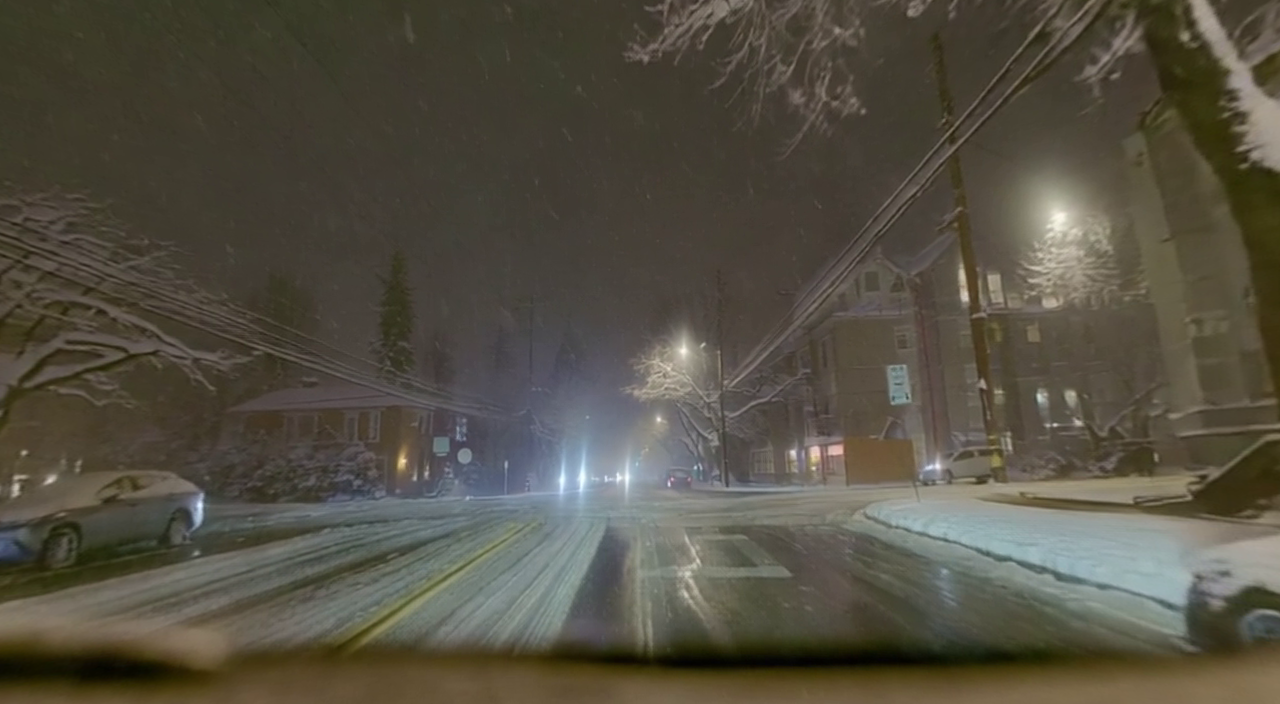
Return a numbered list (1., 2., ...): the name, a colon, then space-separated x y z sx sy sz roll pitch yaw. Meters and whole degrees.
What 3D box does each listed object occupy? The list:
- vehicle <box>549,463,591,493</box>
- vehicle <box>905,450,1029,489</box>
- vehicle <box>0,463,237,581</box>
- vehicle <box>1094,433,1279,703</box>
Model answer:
1. vehicle: -4.239 7.717 38.933 2.108 1.651 4.176 0 -9 0
2. vehicle: 14.904 5.360 28.978 4.609 1.660 1.900 0 -9 -3
3. vehicle: -9.446 2.745 10.980 2.000 1.495 4.687 0 -9 -3
4. vehicle: 3.824 0.903 1.537 1.946 1.468 4.721 0 -9 0
